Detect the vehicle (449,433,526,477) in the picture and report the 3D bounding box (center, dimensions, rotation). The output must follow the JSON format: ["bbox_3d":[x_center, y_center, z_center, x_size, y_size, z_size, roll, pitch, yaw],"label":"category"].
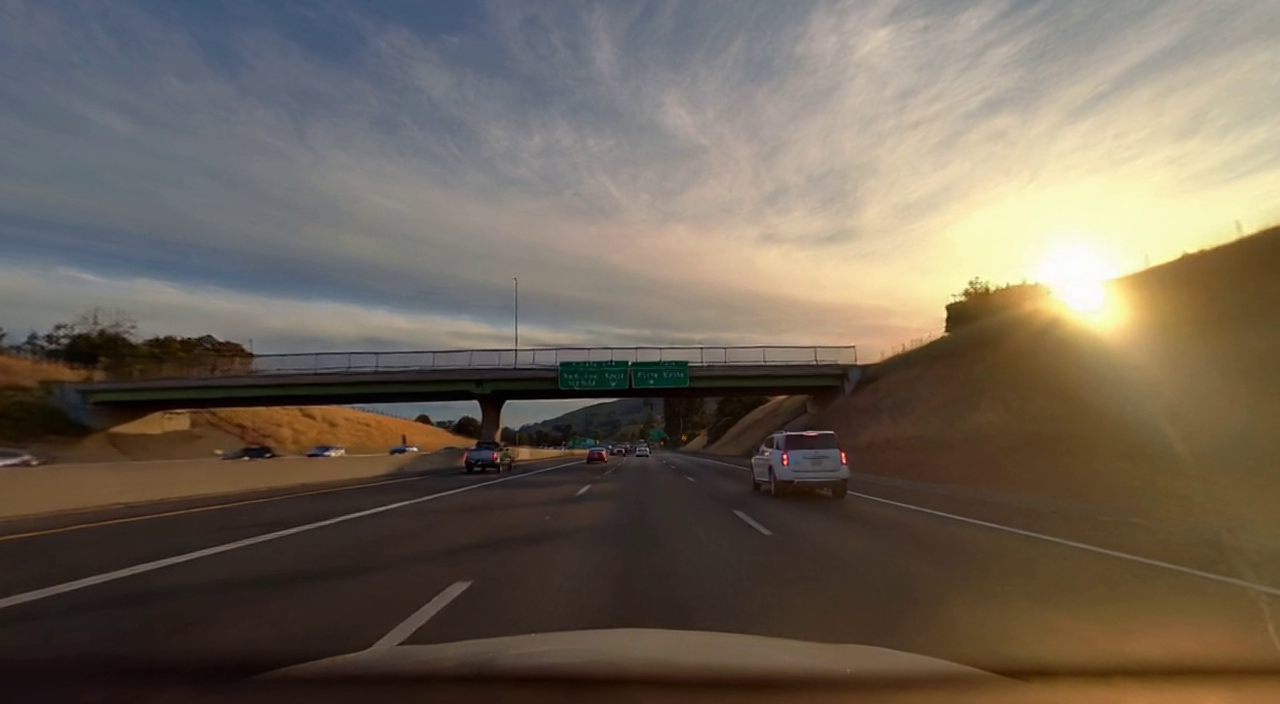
[{"bbox_3d":[-7.503,5.147,31.669,2.341,1.959,5.684,0,-9,1],"label":"vehicle"}]

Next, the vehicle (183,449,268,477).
[{"bbox_3d":[-25.616,6.855,39.127,2.032,1.626,4.675,0,-9,1],"label":"vehicle"}]

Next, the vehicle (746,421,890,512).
[{"bbox_3d":[3.803,2.540,14.343,1.990,1.735,4.276,0,-9,0],"label":"vehicle"}]

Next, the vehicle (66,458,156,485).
[{"bbox_3d":[-32.926,7.436,39.406,1.812,1.502,4.574,0,-9,-3],"label":"vehicle"}]

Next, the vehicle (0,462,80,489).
[{"bbox_3d":[-38.972,7.876,40.398,1.853,1.510,4.769,0,-9,-3],"label":"vehicle"}]
